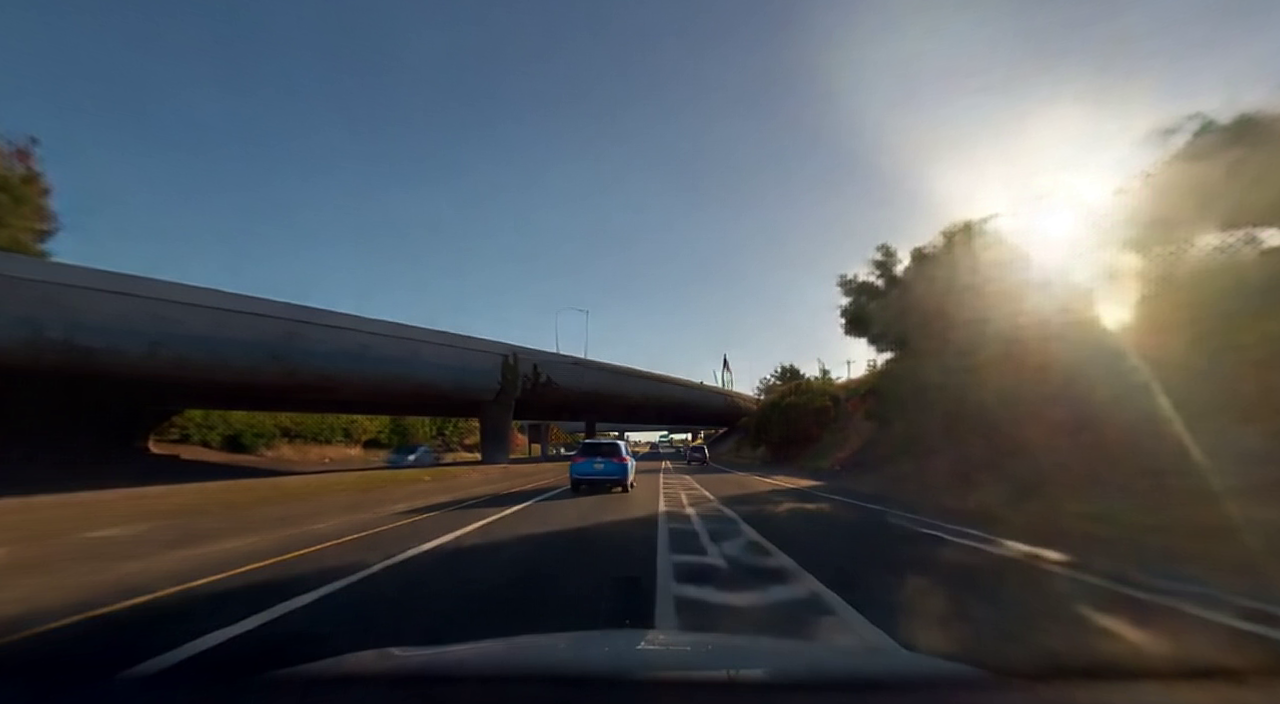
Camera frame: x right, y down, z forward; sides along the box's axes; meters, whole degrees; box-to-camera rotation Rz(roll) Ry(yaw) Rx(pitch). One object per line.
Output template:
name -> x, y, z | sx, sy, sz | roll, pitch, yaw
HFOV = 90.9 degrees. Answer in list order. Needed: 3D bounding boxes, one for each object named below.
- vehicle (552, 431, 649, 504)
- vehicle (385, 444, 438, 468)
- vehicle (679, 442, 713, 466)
vehicle -> -0.906, 3.061, 17.114 | 2.143, 1.693, 4.513 | -1, -8, 2
vehicle -> -17.859, 8.144, 49.612 | 2.248, 1.820, 4.877 | -1, -8, 1
vehicle -> 3.952, 7.285, 45.064 | 2.073, 1.621, 3.993 | 0, -8, 0
